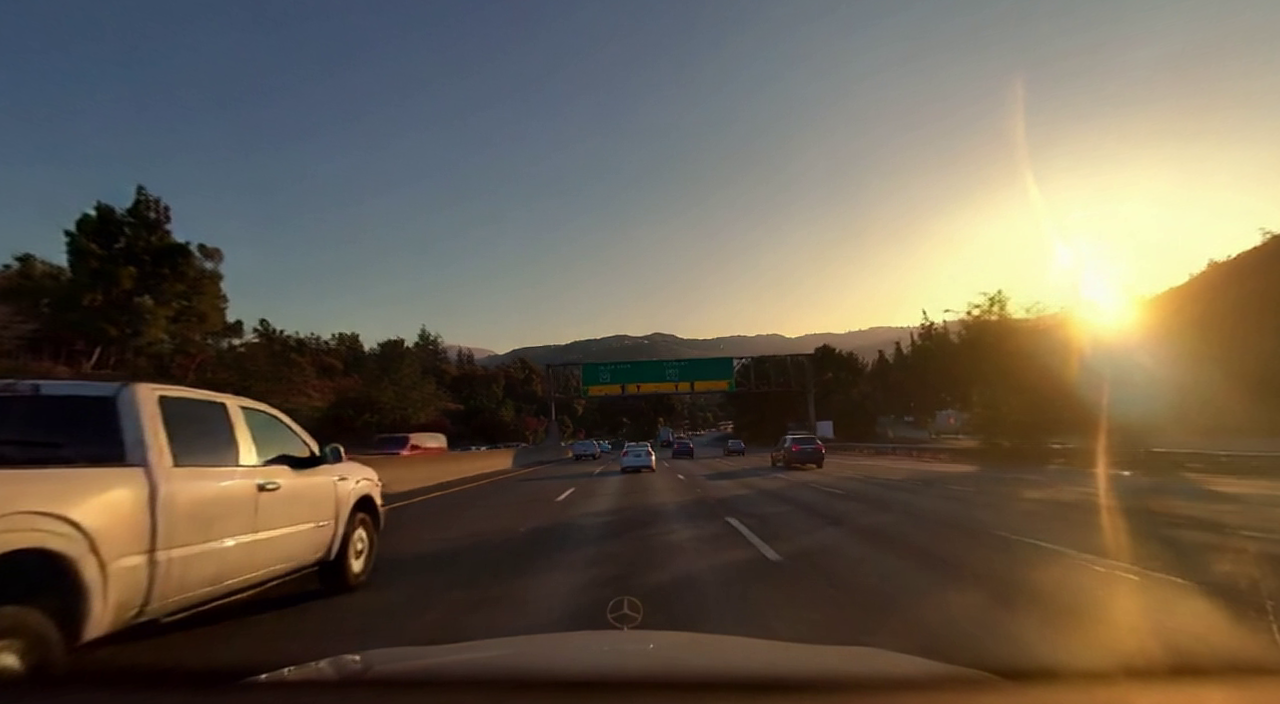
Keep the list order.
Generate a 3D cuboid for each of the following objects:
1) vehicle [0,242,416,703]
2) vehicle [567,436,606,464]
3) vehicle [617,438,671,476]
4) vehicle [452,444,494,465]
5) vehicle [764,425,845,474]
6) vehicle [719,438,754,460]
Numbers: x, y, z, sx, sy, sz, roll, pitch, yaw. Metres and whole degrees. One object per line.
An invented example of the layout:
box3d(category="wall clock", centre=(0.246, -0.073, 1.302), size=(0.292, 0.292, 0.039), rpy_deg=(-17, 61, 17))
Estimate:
box3d(category="vehicle", centre=(-3.398, 0.737, 2.893), size=(2.487, 1.979, 5.742), rpy_deg=(0, -8, 2))
box3d(category="vehicle", centre=(-3.406, 6.355, 41.088), size=(2.140, 1.720, 4.410), rpy_deg=(0, -8, 1))
box3d(category="vehicle", centre=(0.158, 4.369, 26.555), size=(2.071, 1.464, 4.162), rpy_deg=(0, -8, 0))
box3d(category="vehicle", centre=(-13.004, 7.974, 49.291), size=(2.005, 1.566, 4.439), rpy_deg=(0, -8, 1))
box3d(category="vehicle", centre=(6.982, 4.209, 27.384), size=(2.094, 1.916, 5.099), rpy_deg=(0, -8, -1))
box3d(category="vehicle", centre=(7.138, 7.227, 46.988), size=(1.894, 1.511, 4.148), rpy_deg=(0, -8, -1))
